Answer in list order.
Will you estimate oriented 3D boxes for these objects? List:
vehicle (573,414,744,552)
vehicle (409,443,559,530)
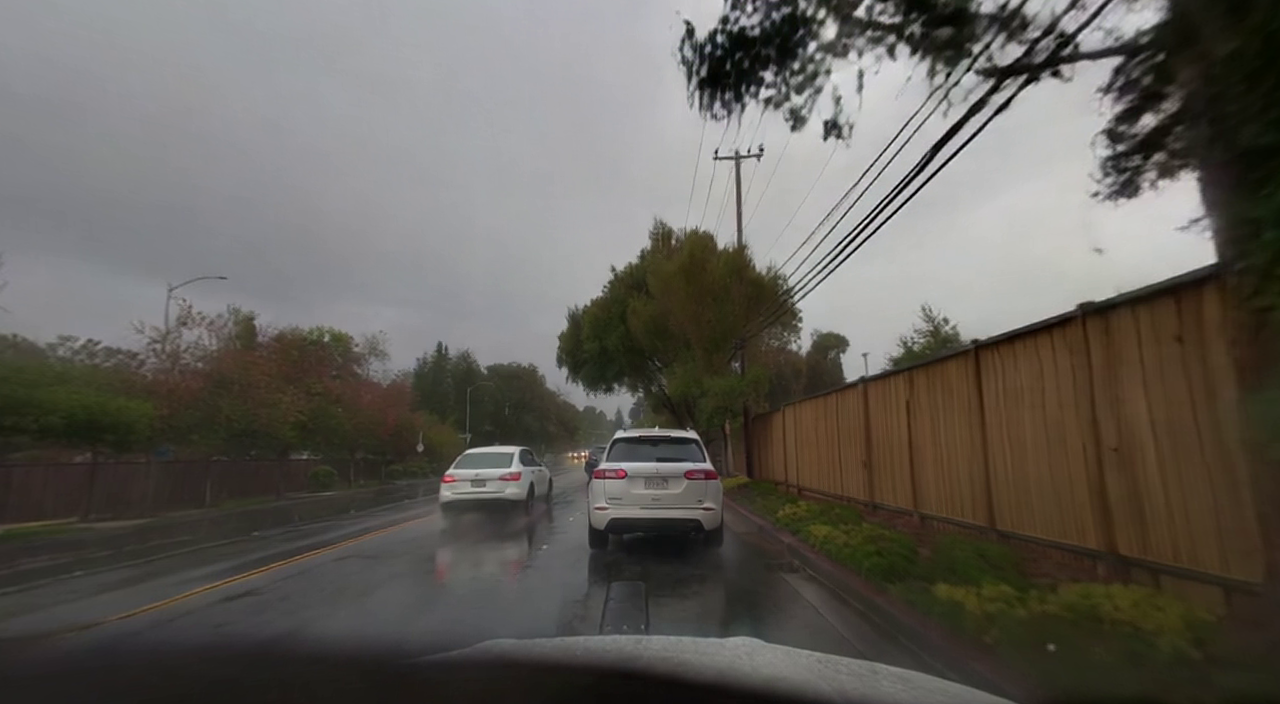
[{"bbox_3d":[0.244,1.992,10.189,2.174,1.749,4.113,0,-9,0],"label":"vehicle"},{"bbox_3d":[-2.971,2.636,12.998,1.979,1.489,4.006,0,-9,1],"label":"vehicle"}]
